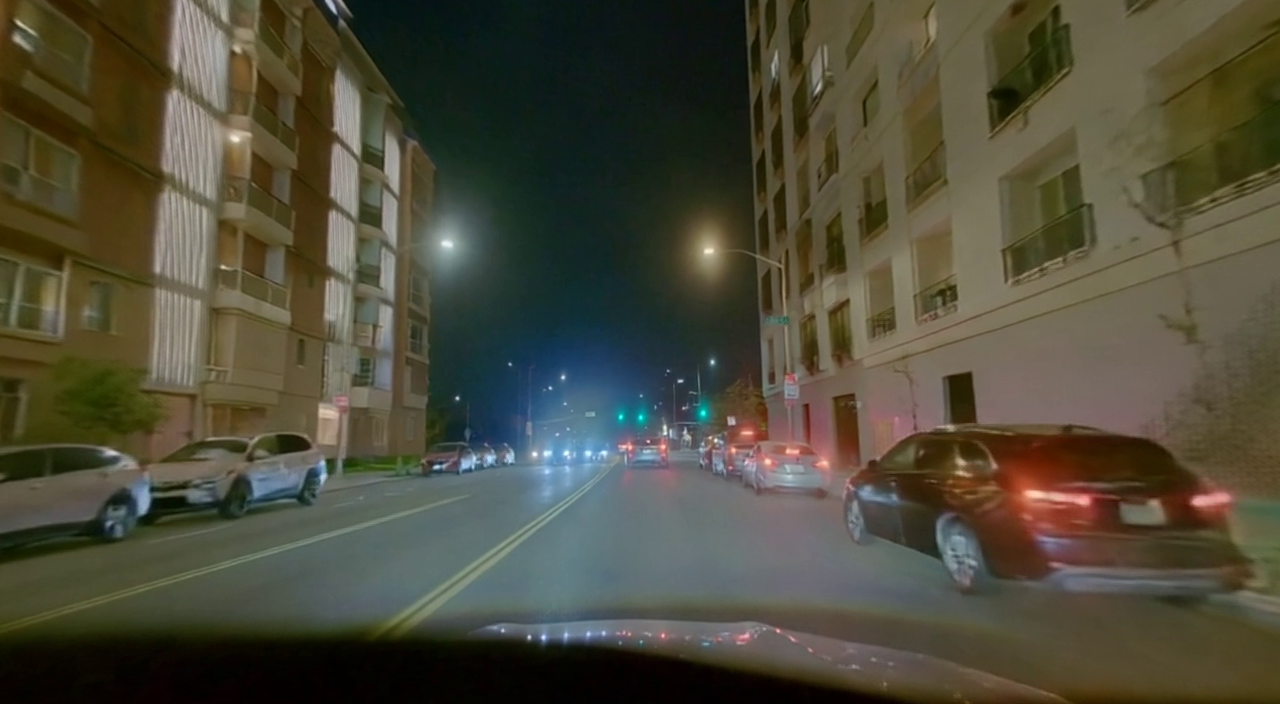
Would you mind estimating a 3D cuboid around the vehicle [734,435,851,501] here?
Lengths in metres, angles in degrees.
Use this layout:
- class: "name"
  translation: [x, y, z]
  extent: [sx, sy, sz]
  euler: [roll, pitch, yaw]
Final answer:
- class: "vehicle"
  translation: [3.731, 2.921, 16.313]
  extent: [2.033, 1.470, 4.502]
  euler: [0, -8, 2]

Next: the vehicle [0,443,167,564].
- class: "vehicle"
  translation: [-9.360, 2.036, 8.608]
  extent: [2.089, 1.549, 4.597]
  euler: [-1, -8, 2]

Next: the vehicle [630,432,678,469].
- class: "vehicle"
  translation: [0.670, 4.978, 32.021]
  extent: [2.261, 1.740, 4.065]
  euler: [0, -8, 1]

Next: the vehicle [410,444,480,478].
- class: "vehicle"
  translation: [-9.082, 5.079, 29.723]
  extent: [2.021, 1.474, 4.337]
  euler: [0, -8, -1]

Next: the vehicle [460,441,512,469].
- class: "vehicle"
  translation: [-9.122, 6.138, 37.662]
  extent: [2.002, 1.546, 4.339]
  euler: [0, -8, 0]

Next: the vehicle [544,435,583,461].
- class: "vehicle"
  translation: [-5.751, 7.325, 48.130]
  extent: [2.345, 1.831, 4.828]
  euler: [0, -8, 1]

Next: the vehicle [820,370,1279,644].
- class: "vehicle"
  translation: [3.784, 1.366, 6.630]
  extent: [2.260, 1.789, 4.810]
  euler: [0, -8, -1]

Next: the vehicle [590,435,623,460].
- class: "vehicle"
  translation: [-2.442, 7.083, 46.849]
  extent: [2.219, 1.746, 4.197]
  euler: [0, -8, 0]

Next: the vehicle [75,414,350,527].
- class: "vehicle"
  translation: [-9.196, 2.602, 14.457]
  extent: [2.457, 2.048, 5.461]
  euler: [0, -8, 0]
